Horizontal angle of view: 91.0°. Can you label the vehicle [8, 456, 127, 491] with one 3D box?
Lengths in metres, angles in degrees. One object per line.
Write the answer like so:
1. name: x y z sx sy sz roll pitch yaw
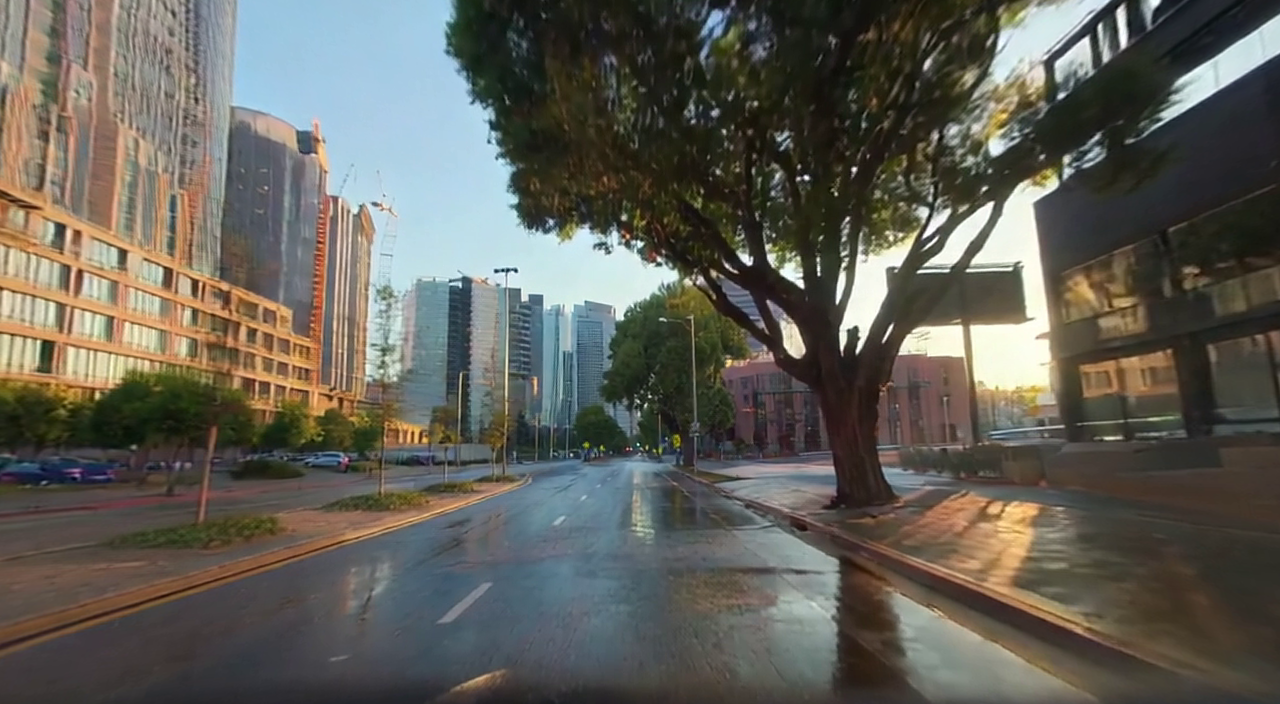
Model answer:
1. vehicle: -25.665 5.450 28.300 3.580 1.435 1.805 0 -9 2
